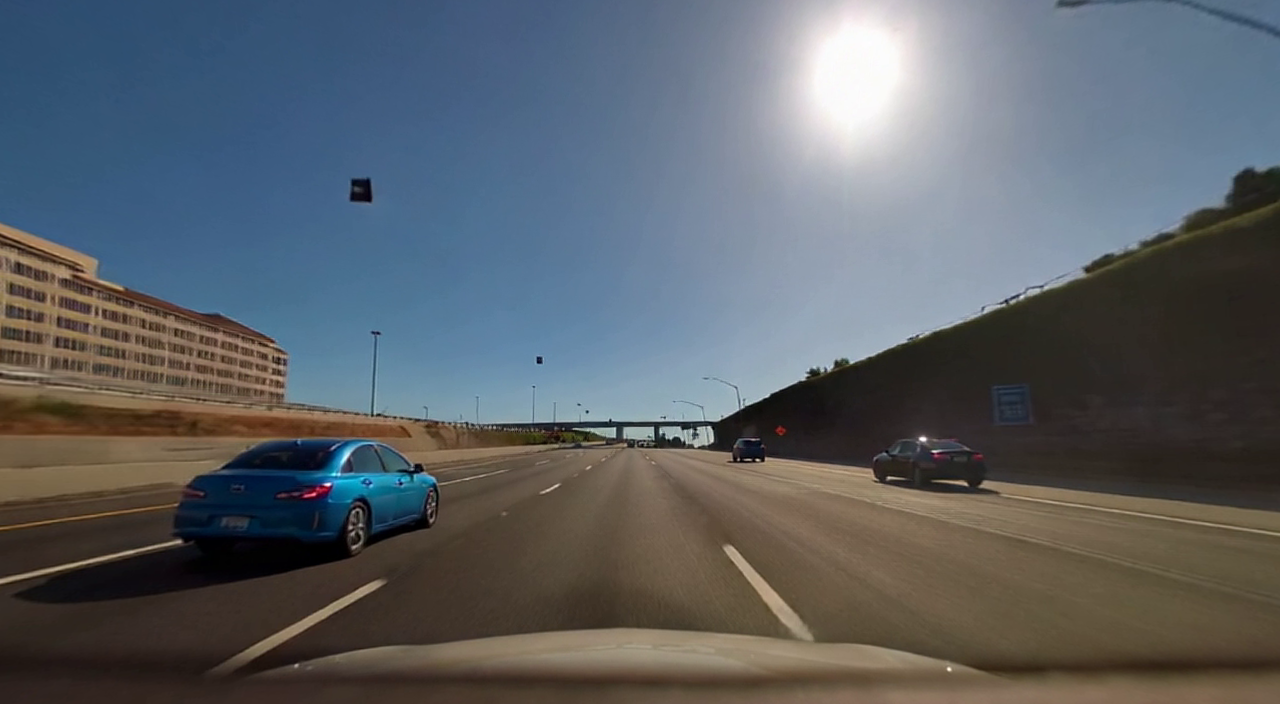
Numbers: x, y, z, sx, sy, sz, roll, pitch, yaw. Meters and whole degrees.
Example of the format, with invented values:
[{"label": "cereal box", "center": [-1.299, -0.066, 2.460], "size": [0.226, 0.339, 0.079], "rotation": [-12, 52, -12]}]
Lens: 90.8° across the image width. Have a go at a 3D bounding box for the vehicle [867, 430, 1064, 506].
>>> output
[{"label": "vehicle", "center": [8.026, 2.904, 16.372], "size": [2.165, 1.636, 5.175], "rotation": [1, -8, -3]}]
